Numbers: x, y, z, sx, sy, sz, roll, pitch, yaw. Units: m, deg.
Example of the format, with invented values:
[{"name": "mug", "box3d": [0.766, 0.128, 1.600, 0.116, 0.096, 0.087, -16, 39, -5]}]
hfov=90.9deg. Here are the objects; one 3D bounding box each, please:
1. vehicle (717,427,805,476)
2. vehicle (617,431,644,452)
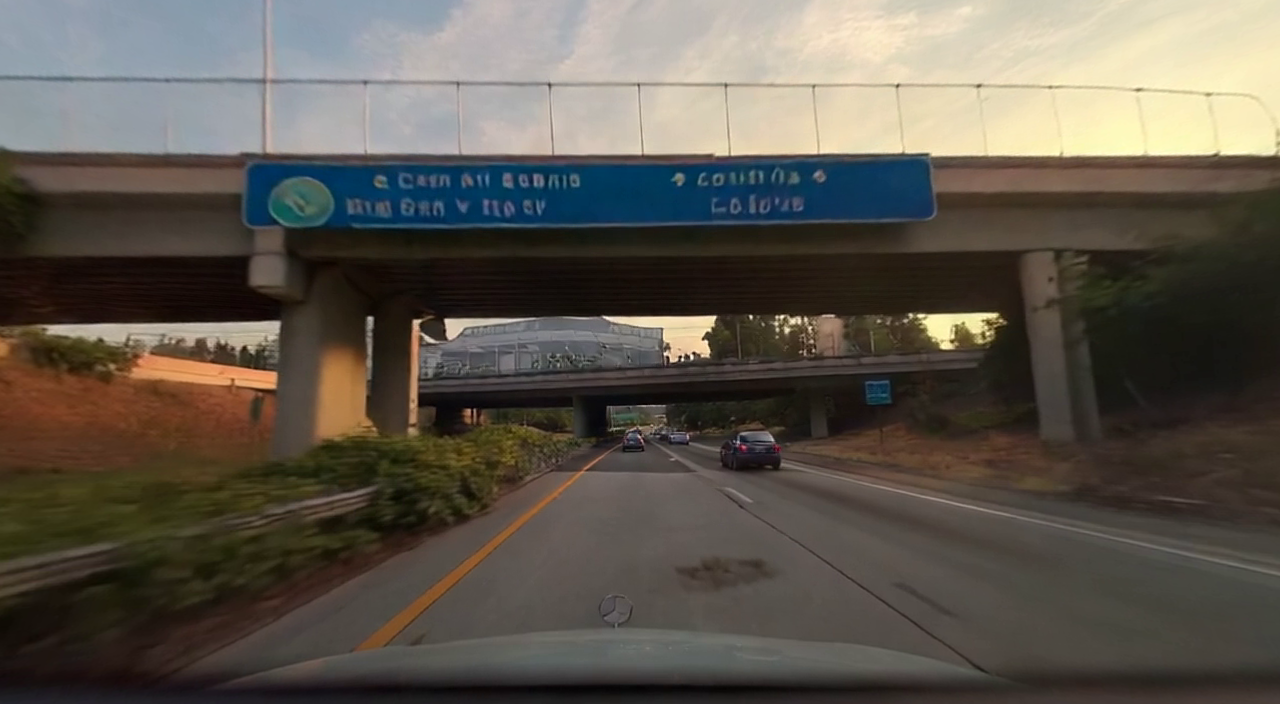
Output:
[{"name": "vehicle", "box3d": [4.037, 3.384, 21.758, 2.010, 1.526, 4.438, 0, -8, -2]}, {"name": "vehicle", "box3d": [-0.731, 6.926, 48.885, 1.998, 1.492, 3.878, 0, -8, 0]}]
